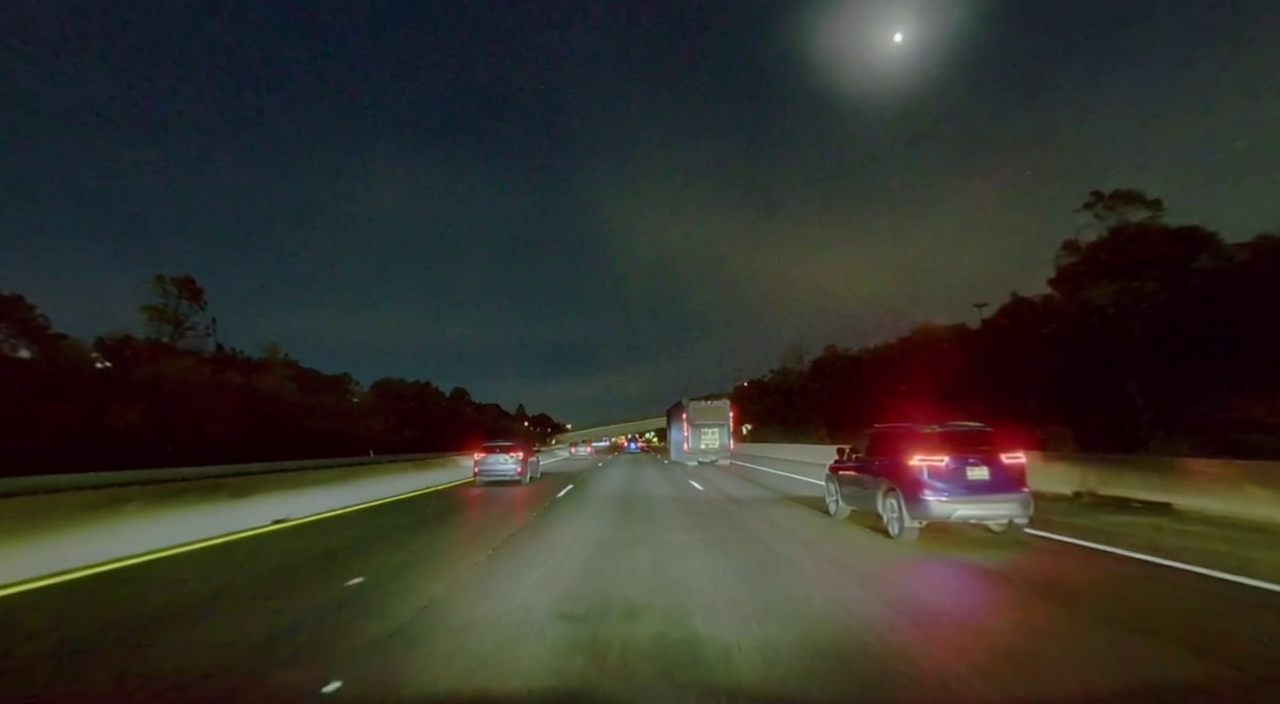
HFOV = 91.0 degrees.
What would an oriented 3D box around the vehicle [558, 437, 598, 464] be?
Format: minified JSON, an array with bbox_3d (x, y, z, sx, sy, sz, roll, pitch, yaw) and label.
[{"bbox_3d":[-3.695,5.980,38.325,2.064,1.479,4.370,0,-8,-1],"label":"vehicle"}]

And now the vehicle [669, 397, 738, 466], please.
[{"bbox_3d":[3.564,4.938,38.399,2.824,3.585,11.410,0,-8,-1],"label":"vehicle"}]

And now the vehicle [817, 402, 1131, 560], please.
[{"bbox_3d":[4.079,1.637,8.682,2.001,1.625,4.088,0,-8,-1],"label":"vehicle"}]

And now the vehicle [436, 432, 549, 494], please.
[{"bbox_3d":[-4.002,3.083,17.928,2.122,1.486,4.532,0,-8,0],"label":"vehicle"}]
